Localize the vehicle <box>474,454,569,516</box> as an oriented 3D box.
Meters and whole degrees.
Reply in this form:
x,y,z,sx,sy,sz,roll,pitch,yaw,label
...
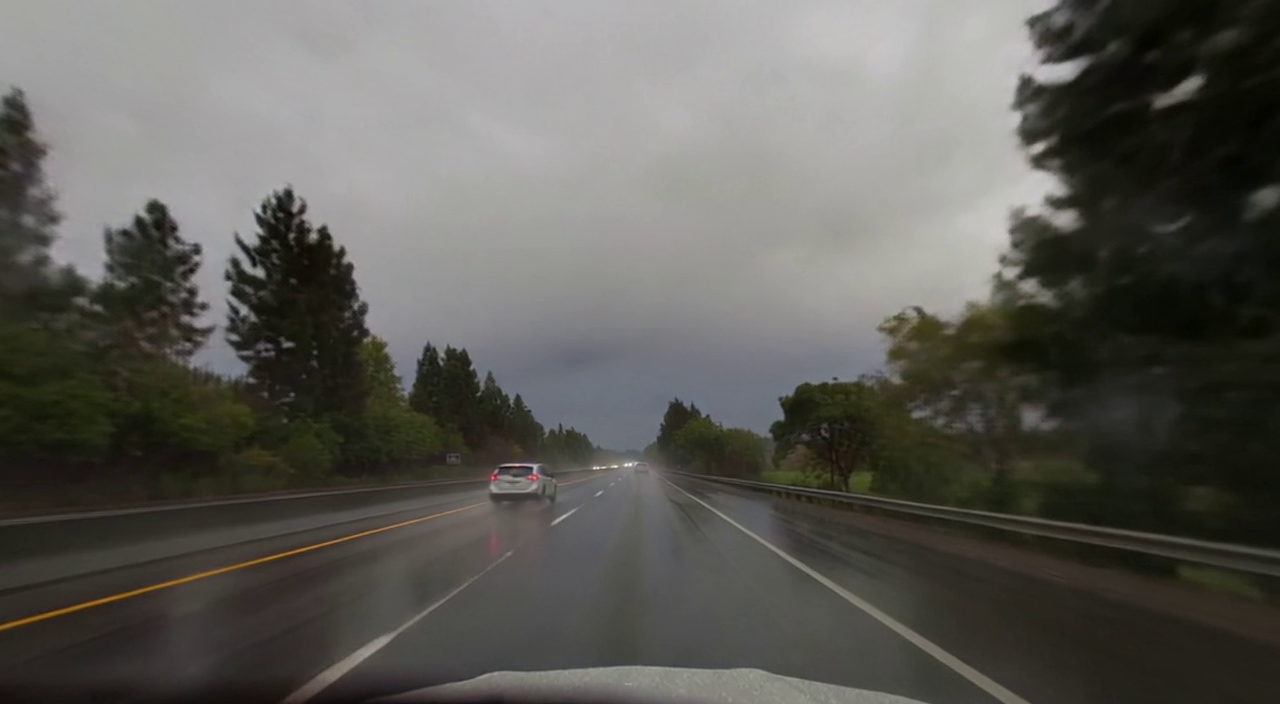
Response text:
x,y,z,sx,sy,sz,roll,pitch,yaw,label
-3.304,3.830,18.441,1.900,1.550,4.146,1,-10,1,vehicle
